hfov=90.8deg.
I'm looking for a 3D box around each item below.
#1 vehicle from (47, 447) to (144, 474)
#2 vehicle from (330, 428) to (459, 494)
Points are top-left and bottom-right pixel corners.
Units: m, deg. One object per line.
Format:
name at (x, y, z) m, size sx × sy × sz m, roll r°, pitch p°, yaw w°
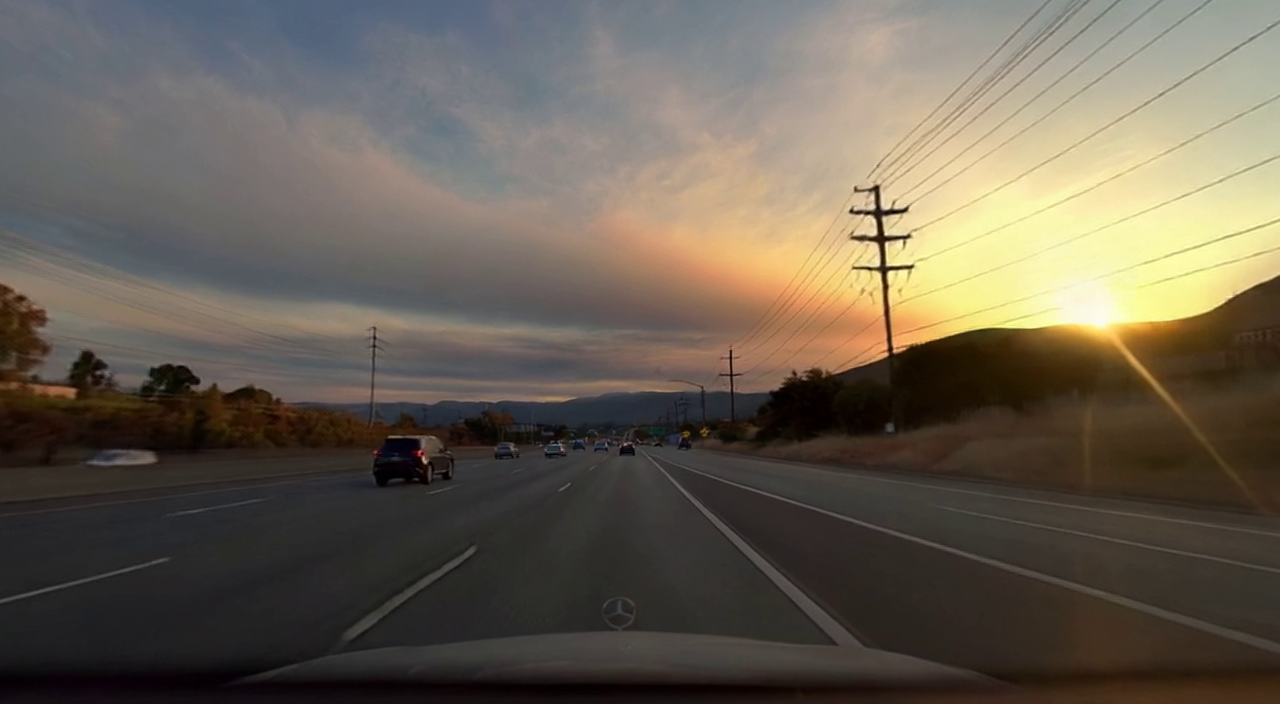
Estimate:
vehicle at (-34.222, 6.821, 39.921) m, size 1.885 × 1.547 × 4.757 m, roll 0°, pitch -9°, yaw 0°
vehicle at (-7.599, 3.420, 20.273) m, size 2.115 × 1.799 × 5.444 m, roll 0°, pitch -9°, yaw -2°
